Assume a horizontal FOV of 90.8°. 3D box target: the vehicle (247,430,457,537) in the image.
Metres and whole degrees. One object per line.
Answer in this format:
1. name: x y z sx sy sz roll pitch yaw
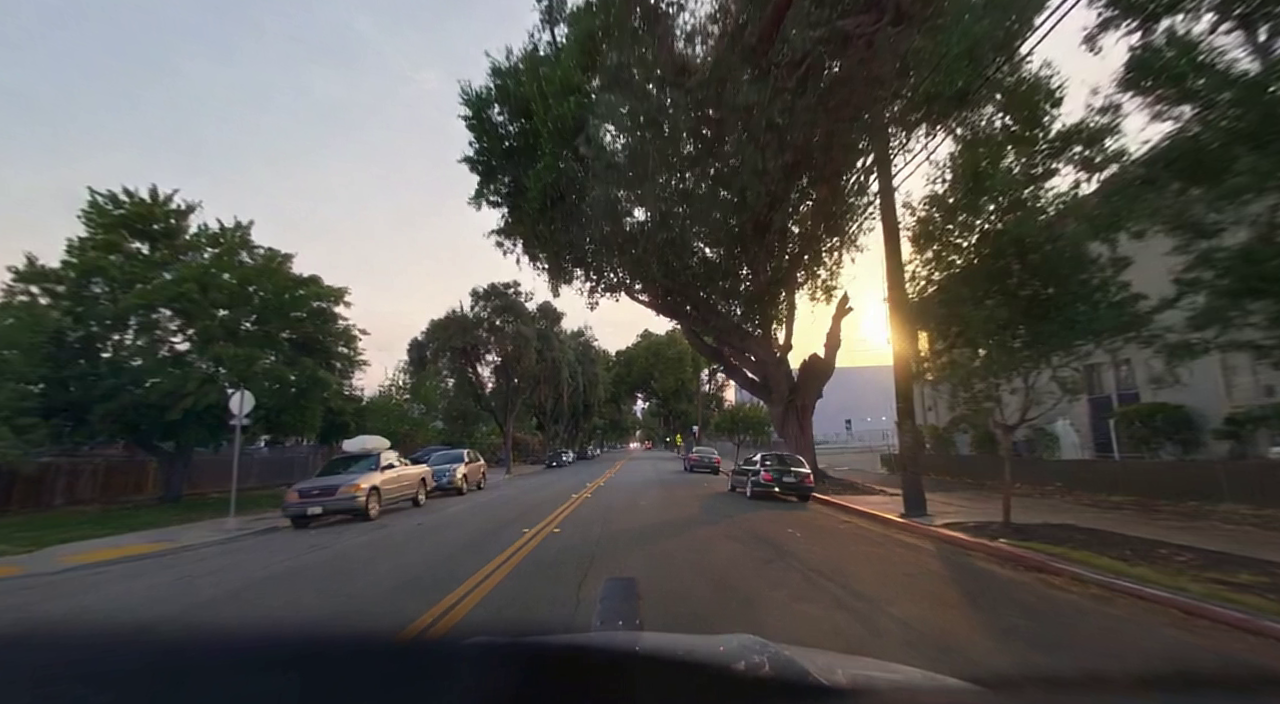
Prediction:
1. vehicle: -6.304 2.916 14.834 2.382 1.869 5.476 -4 -9 0

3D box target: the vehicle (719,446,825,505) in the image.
1. vehicle: 3.442 3.283 17.316 1.802 1.382 4.300 0 -8 -3

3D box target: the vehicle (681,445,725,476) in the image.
1. vehicle: 3.206 5.625 32.992 1.843 1.495 3.930 0 -8 -1
